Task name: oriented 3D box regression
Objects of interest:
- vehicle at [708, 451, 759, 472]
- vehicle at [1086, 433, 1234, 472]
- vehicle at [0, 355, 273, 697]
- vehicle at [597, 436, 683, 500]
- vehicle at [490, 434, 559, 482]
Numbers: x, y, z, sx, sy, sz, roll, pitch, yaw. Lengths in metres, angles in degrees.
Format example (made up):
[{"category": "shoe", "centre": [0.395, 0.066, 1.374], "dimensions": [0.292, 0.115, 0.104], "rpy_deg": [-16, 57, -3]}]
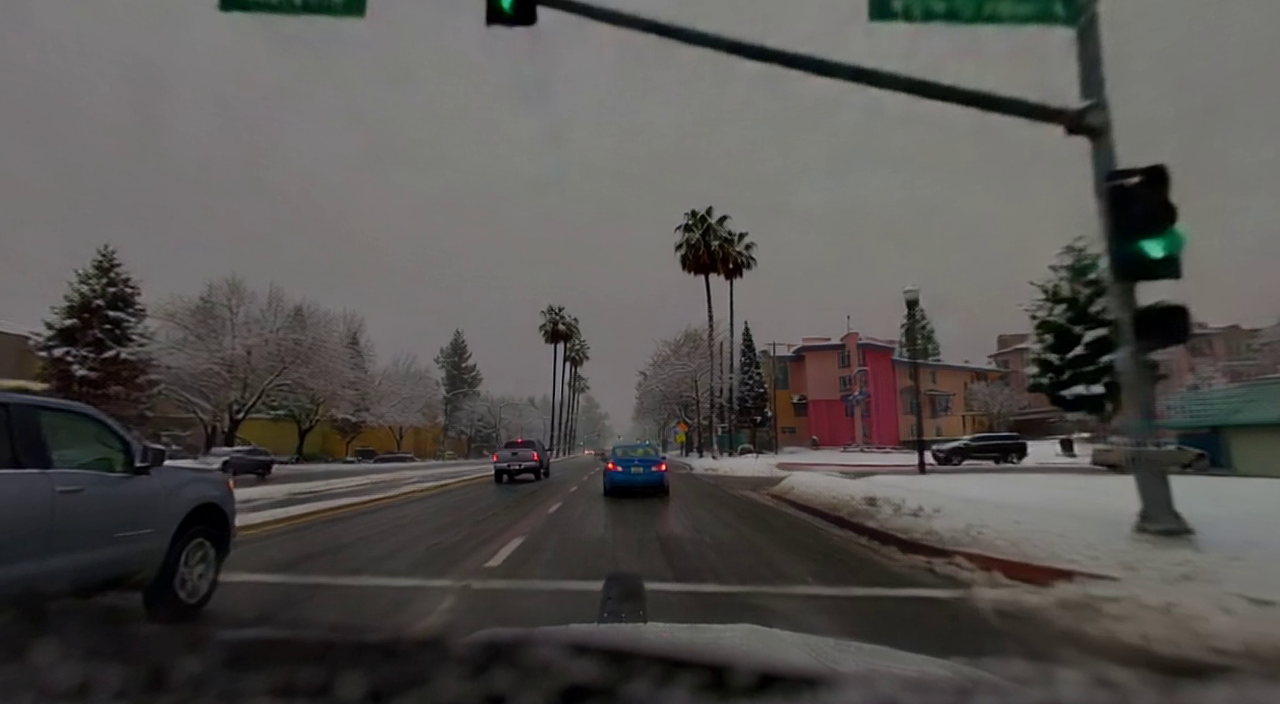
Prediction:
[{"category": "vehicle", "centre": [6.008, 6.944, 39.994], "dimensions": [2.949, 1.209, 3.070], "rpy_deg": [-2, -9, 14]}, {"category": "vehicle", "centre": [26.767, 5.197, 32.464], "dimensions": [5.602, 1.903, 2.128], "rpy_deg": [0, -8, 2]}, {"category": "vehicle", "centre": [-4.691, 0.916, 3.077], "dimensions": [2.187, 1.904, 6.103], "rpy_deg": [0, -8, -1]}, {"category": "vehicle", "centre": [-0.073, 3.194, 17.672], "dimensions": [2.122, 1.562, 4.152], "rpy_deg": [0, -8, -2]}, {"category": "vehicle", "centre": [-5.441, 5.091, 30.598], "dimensions": [2.447, 2.062, 5.911], "rpy_deg": [0, -8, -2]}]
